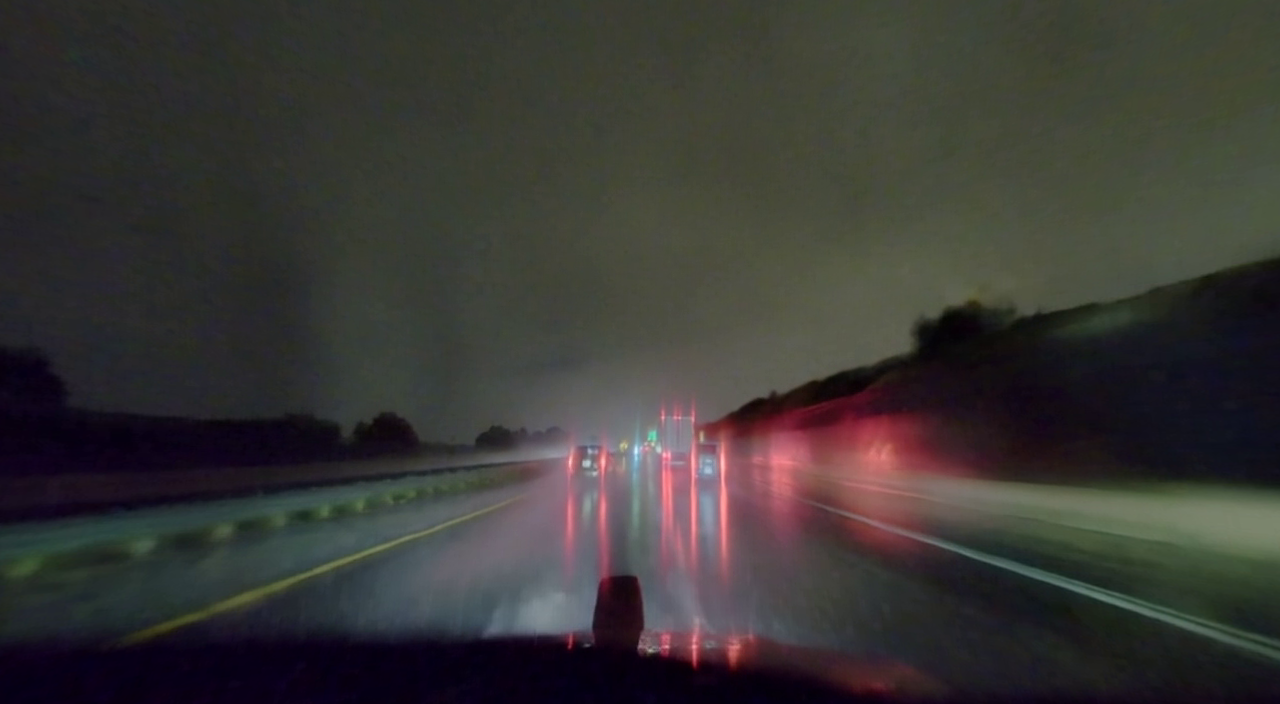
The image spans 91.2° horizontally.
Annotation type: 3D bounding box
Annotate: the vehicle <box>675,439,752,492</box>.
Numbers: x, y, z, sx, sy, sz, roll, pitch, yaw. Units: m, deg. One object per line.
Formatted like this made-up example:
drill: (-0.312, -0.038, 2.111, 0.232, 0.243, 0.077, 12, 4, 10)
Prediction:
vehicle: (2.497, 4.010, 22.427, 2.230, 1.715, 4.243, 0, -9, 0)

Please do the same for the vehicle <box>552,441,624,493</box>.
vehicle: (-1.728, 4.060, 22.461, 2.181, 1.653, 4.691, 0, -9, 0)
